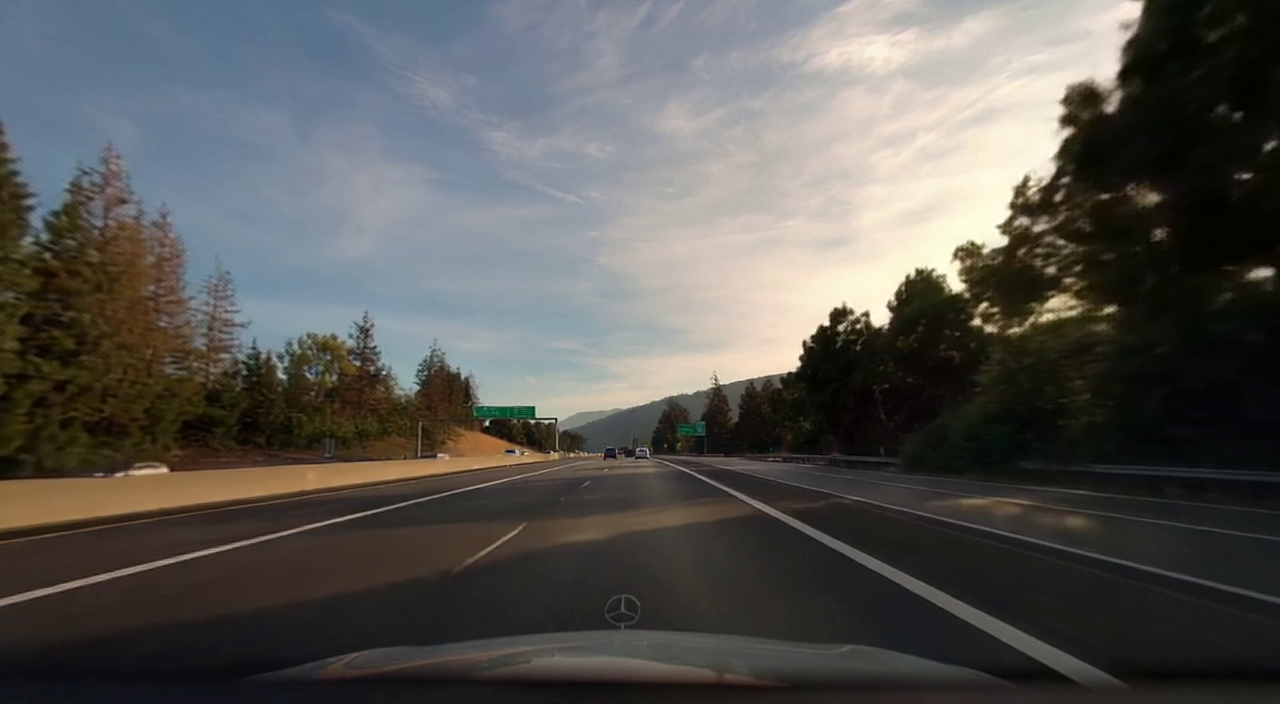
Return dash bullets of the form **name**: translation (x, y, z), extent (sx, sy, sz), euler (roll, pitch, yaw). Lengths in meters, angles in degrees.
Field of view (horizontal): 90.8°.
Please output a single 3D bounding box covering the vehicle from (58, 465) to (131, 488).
- **vehicle**: translation (-38.058, 8.676, 44.139), extent (1.934, 1.412, 4.014), euler (1, -9, -10)
